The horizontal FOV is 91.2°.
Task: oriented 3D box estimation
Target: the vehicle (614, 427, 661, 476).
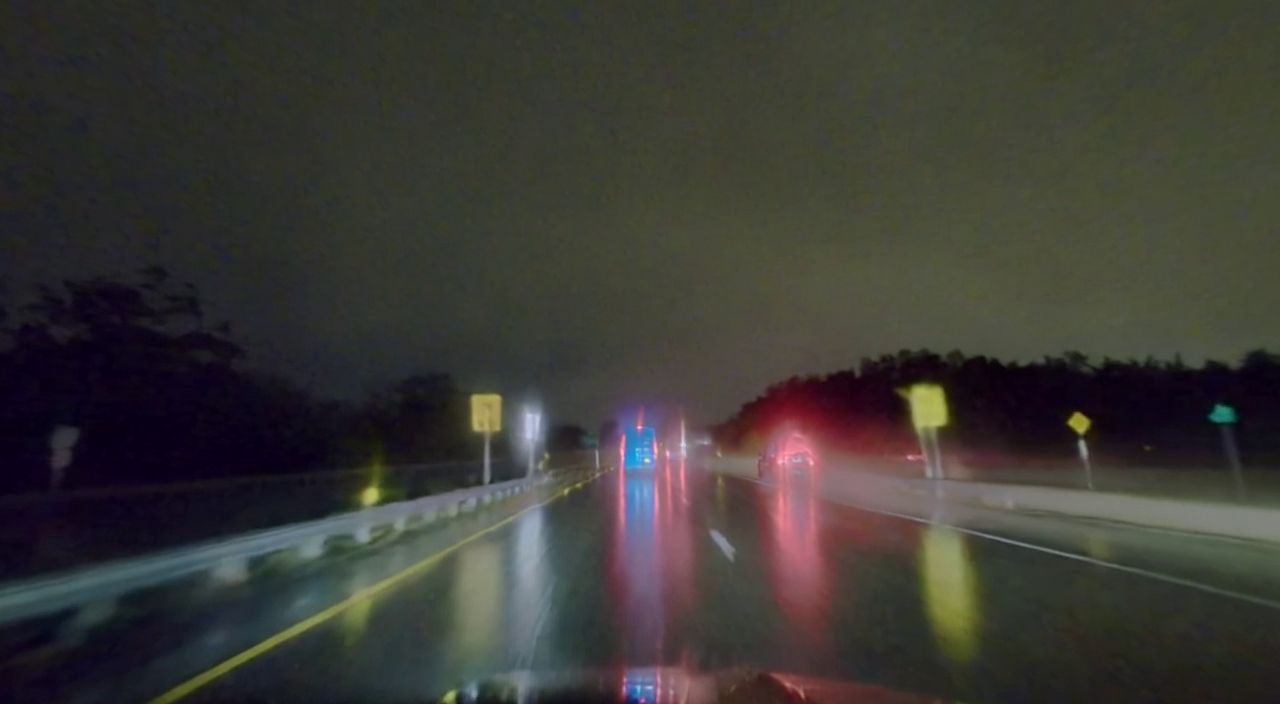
[{"bbox_3d":[-0.138,5.852,36.854,2.560,2.598,5.581,0,-9,0],"label":"vehicle"}]
